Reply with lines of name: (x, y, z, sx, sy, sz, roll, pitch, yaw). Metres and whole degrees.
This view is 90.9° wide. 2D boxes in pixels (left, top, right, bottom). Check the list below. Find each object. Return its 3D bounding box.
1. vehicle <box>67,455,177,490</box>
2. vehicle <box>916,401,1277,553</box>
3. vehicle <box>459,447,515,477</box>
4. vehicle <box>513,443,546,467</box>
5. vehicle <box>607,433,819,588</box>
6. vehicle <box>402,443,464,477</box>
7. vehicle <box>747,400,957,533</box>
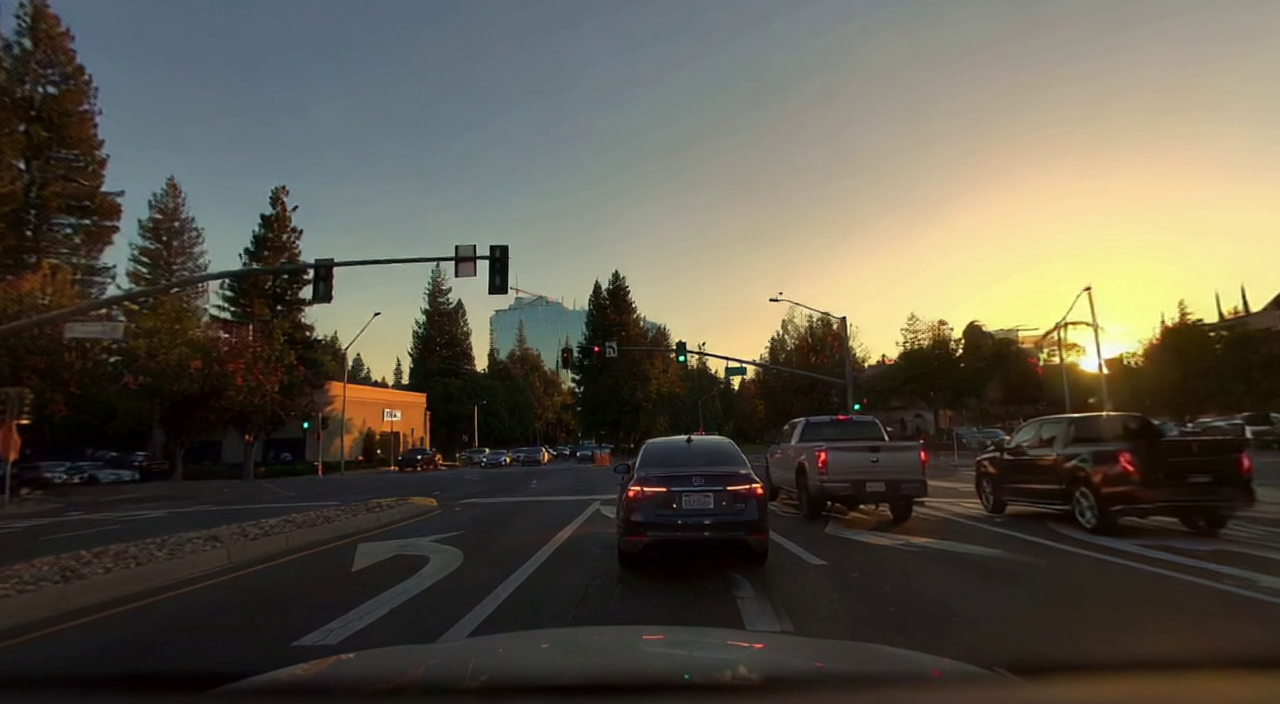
vehicle: (-29.075, 6.732, 35.431, 4.789, 1.828, 2.025, -2, -9, 11)
vehicle: (7.278, 2.050, 11.124, 2.323, 2.009, 5.266, 0, -8, -1)
vehicle: (-8.231, 5.954, 34.367, 2.002, 1.469, 4.301, 0, -8, 0)
vehicle: (-8.550, 8.017, 49.195, 1.904, 1.789, 4.021, 0, -8, -1)
vehicle: (0.623, 1.796, 7.985, 2.038, 1.447, 3.756, 0, -8, -3)
vehicle: (-11.973, 6.242, 36.862, 1.991, 1.844, 4.393, 0, -8, 2)
vehicle: (3.843, 2.226, 12.826, 2.358, 2.116, 5.328, 0, -8, -1)
